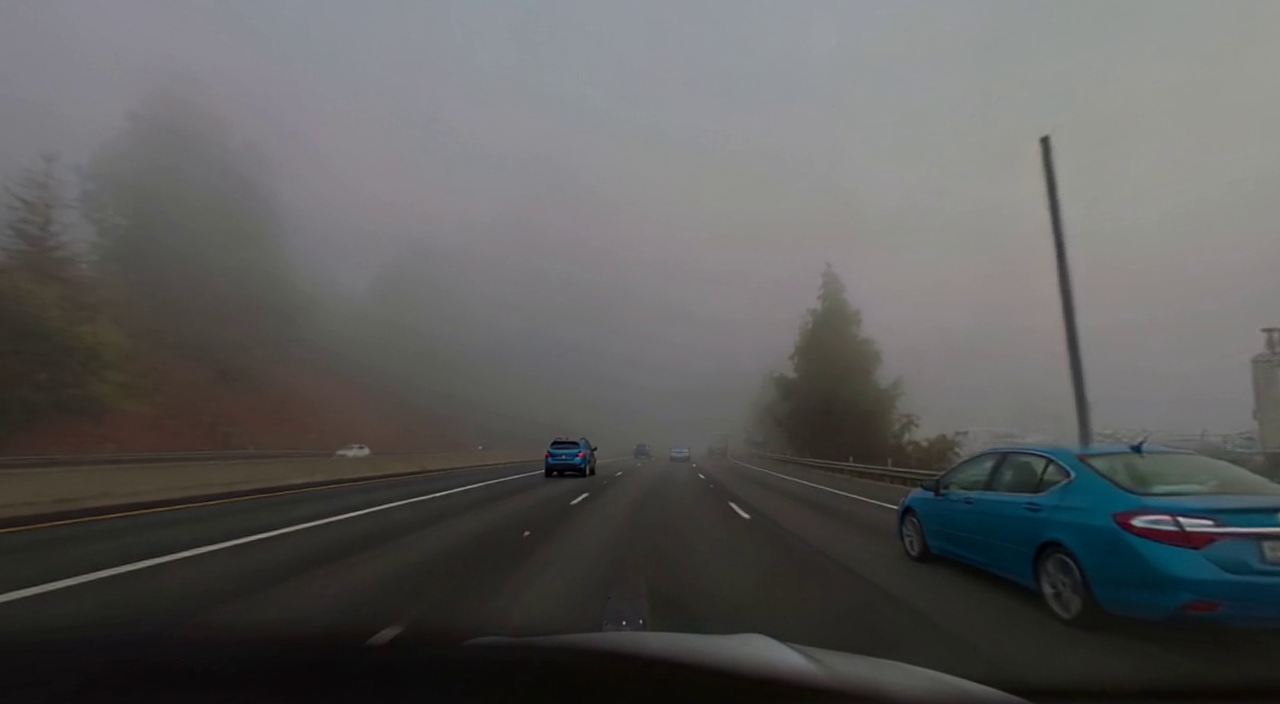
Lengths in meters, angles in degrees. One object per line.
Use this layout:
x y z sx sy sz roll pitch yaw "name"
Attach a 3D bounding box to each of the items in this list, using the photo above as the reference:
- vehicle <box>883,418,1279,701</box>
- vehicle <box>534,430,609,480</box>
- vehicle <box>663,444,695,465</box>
4.151 1.453 5.675 2.131 1.497 4.456 0 -9 0 "vehicle"
-2.634 4.147 25.556 2.185 1.823 4.854 0 -9 4 "vehicle"
2.814 7.224 44.603 2.158 1.458 3.656 -1 -9 5 "vehicle"
